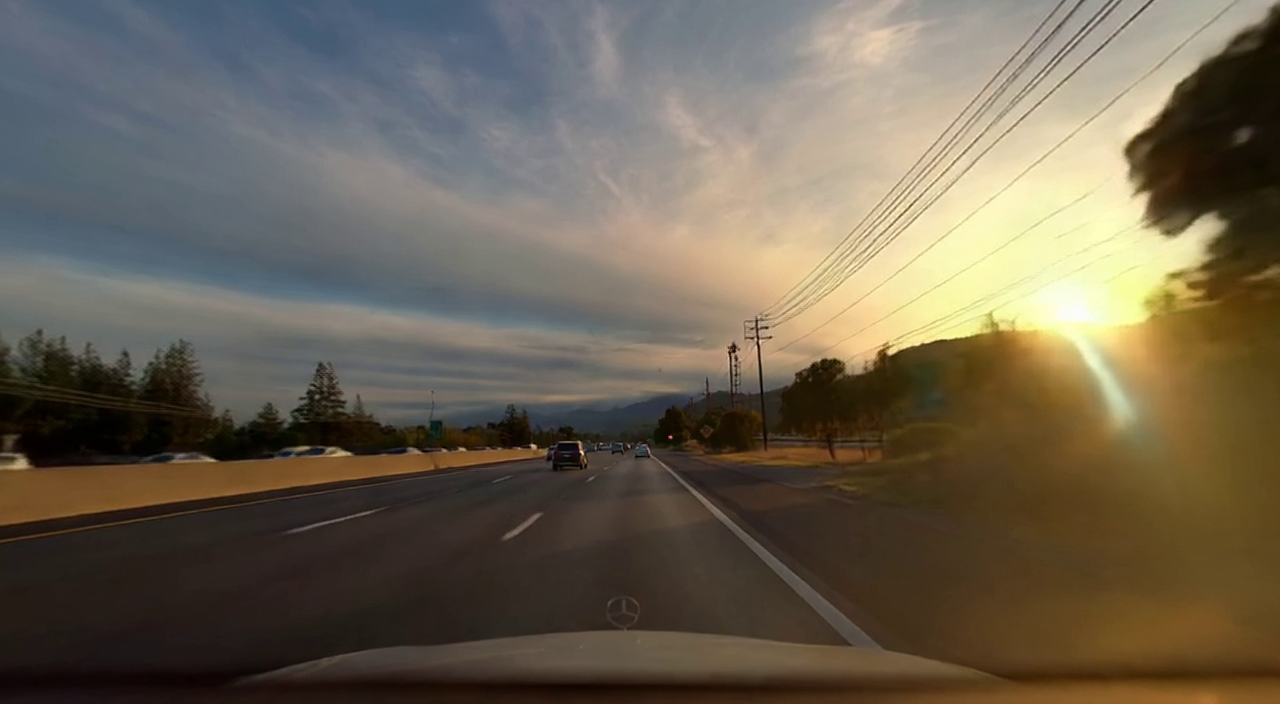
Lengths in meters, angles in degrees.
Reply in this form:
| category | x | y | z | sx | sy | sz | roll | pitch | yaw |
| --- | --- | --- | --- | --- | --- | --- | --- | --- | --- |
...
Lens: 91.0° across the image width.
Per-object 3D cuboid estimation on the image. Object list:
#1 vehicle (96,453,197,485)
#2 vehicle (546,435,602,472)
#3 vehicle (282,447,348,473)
| category | x | y | z | sx | sy | sz | roll | pitch | yaw |
| --- | --- | --- | --- | --- | --- | --- | --- | --- | --- |
| vehicle | -28.370 | 6.700 | 36.434 | 1.971 | 1.648 | 4.712 | 0 | -9 | 0 |
| vehicle | -3.702 | 5.810 | 36.297 | 2.577 | 1.939 | 5.408 | 0 | -9 | 1 |
| vehicle | -24.370 | 8.105 | 47.531 | 2.001 | 1.787 | 5.480 | 0 | -9 | 0 |
